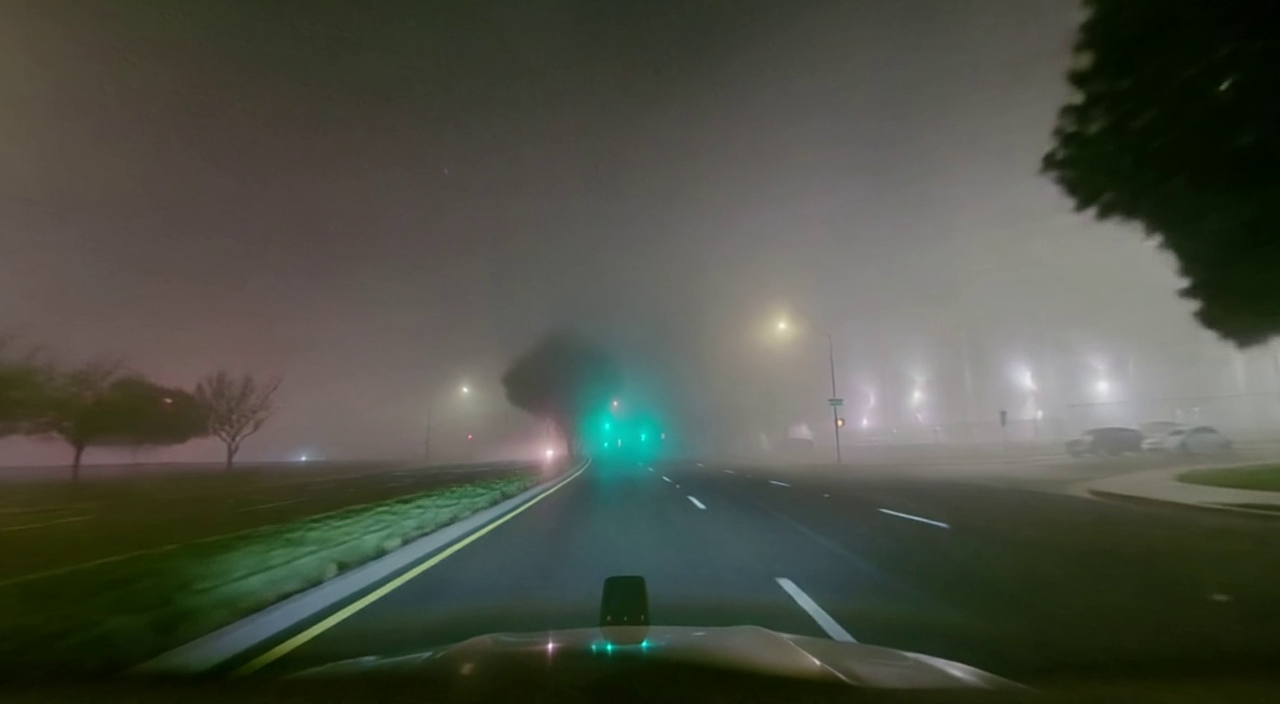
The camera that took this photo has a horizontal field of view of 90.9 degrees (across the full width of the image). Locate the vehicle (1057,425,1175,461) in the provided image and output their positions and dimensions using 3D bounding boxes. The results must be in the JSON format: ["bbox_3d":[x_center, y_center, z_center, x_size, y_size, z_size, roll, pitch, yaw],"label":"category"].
[{"bbox_3d":[26.234,5.030,34.852,4.950,1.924,2.146,1,-8,-7],"label":"vehicle"}]
